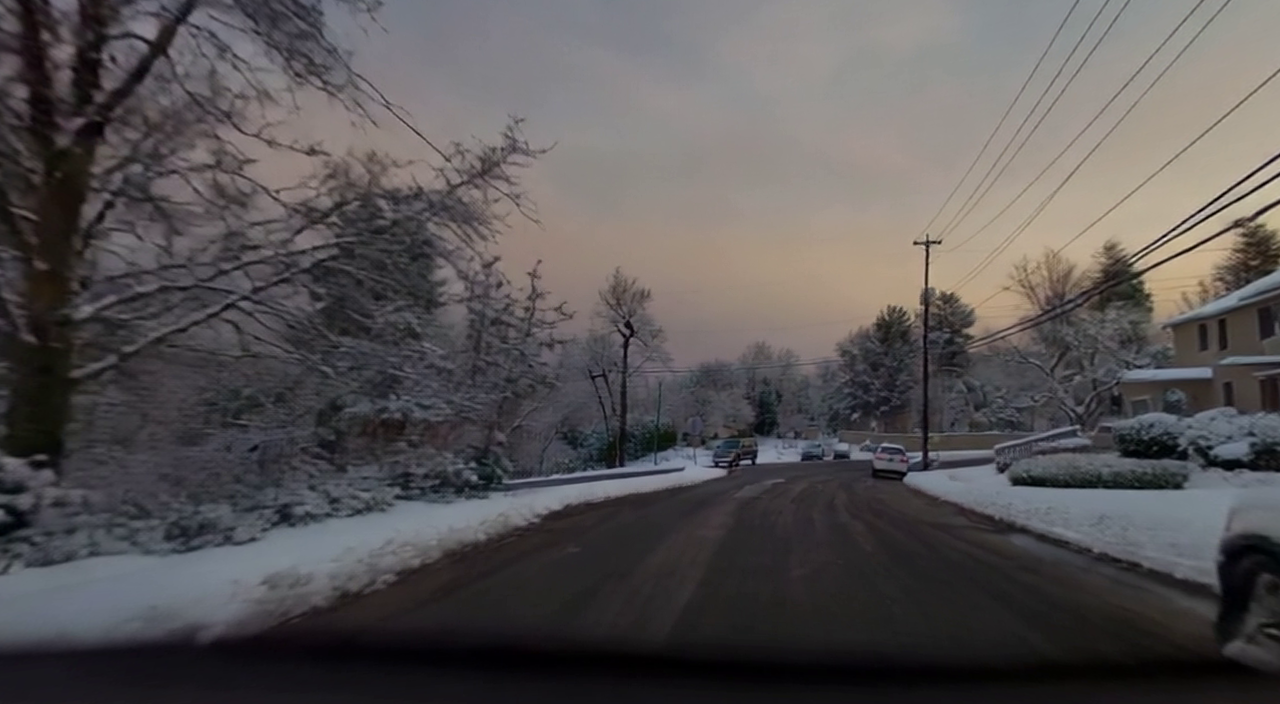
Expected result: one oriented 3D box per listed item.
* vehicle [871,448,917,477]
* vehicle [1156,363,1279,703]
[{"bbox_3d":[14.414,6.220,35.782,2.151,1.468,5.066,-4,-9,21],"label":"vehicle"},{"bbox_3d":[4.372,0.730,1.496,2.311,1.909,5.570,-2,-8,10],"label":"vehicle"}]
